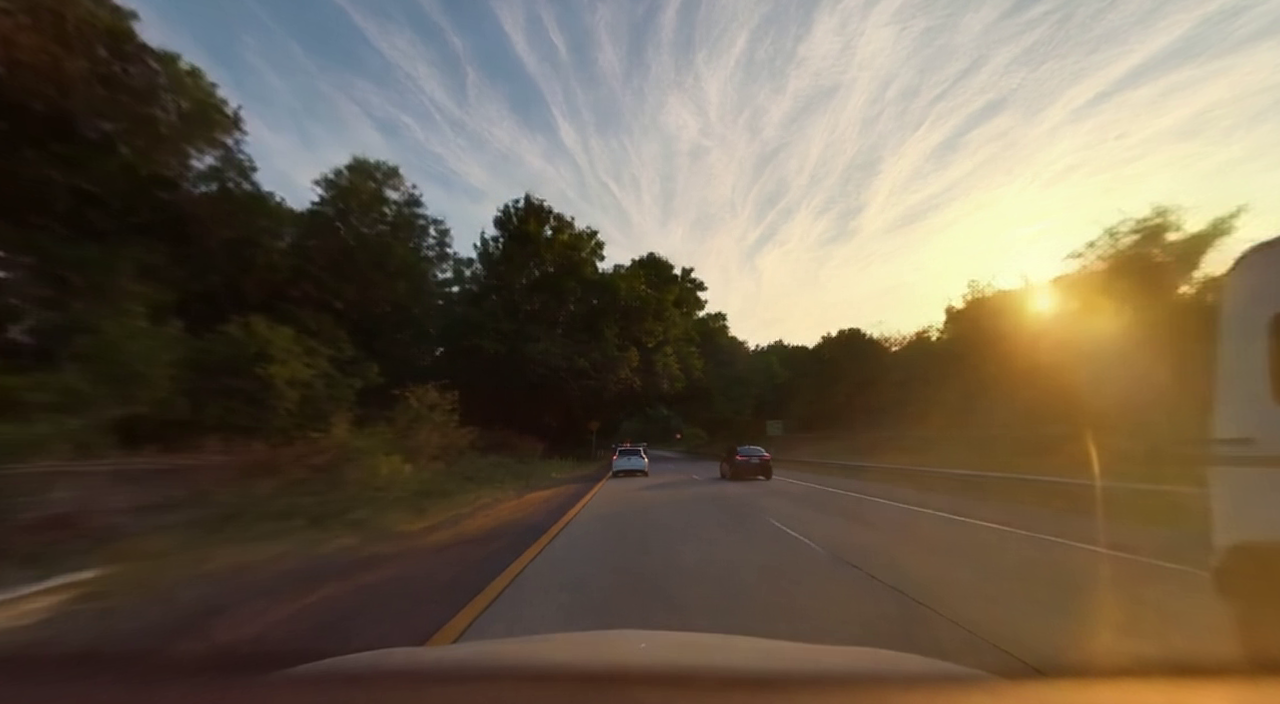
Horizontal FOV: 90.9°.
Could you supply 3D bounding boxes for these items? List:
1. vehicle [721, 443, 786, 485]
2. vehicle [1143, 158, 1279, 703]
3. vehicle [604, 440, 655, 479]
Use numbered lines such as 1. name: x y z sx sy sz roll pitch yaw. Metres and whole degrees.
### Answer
1. vehicle: 4.189 4.195 23.771 1.757 1.459 3.398 0 -9 -1
2. vehicle: 4.675 -0.005 0.430 2.745 2.832 7.035 0 -9 0
3. vehicle: -0.448 4.799 28.276 2.120 1.575 4.018 0 -9 0
